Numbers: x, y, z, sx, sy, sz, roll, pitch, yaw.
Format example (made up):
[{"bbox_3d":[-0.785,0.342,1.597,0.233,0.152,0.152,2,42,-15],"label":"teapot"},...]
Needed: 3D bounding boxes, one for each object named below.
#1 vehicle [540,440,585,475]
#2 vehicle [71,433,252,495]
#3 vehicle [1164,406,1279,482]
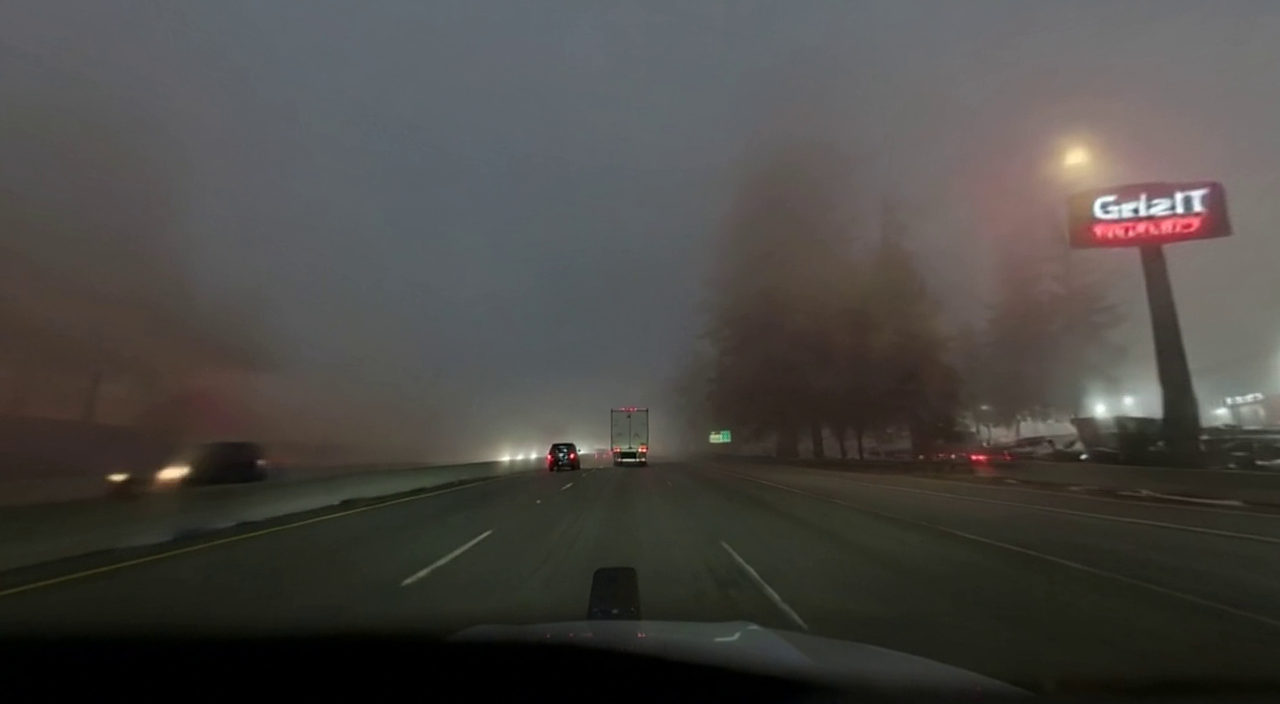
[{"bbox_3d":[-4.582,6.279,37.951,2.095,1.930,4.680,0,-9,0],"label":"vehicle"},{"bbox_3d":[-15.611,3.672,21.145,1.757,1.738,5.618,0,-9,-1],"label":"vehicle"},{"bbox_3d":[32.708,4.981,34.253,8.295,3.754,2.807,4,-9,-24],"label":"vehicle"}]
